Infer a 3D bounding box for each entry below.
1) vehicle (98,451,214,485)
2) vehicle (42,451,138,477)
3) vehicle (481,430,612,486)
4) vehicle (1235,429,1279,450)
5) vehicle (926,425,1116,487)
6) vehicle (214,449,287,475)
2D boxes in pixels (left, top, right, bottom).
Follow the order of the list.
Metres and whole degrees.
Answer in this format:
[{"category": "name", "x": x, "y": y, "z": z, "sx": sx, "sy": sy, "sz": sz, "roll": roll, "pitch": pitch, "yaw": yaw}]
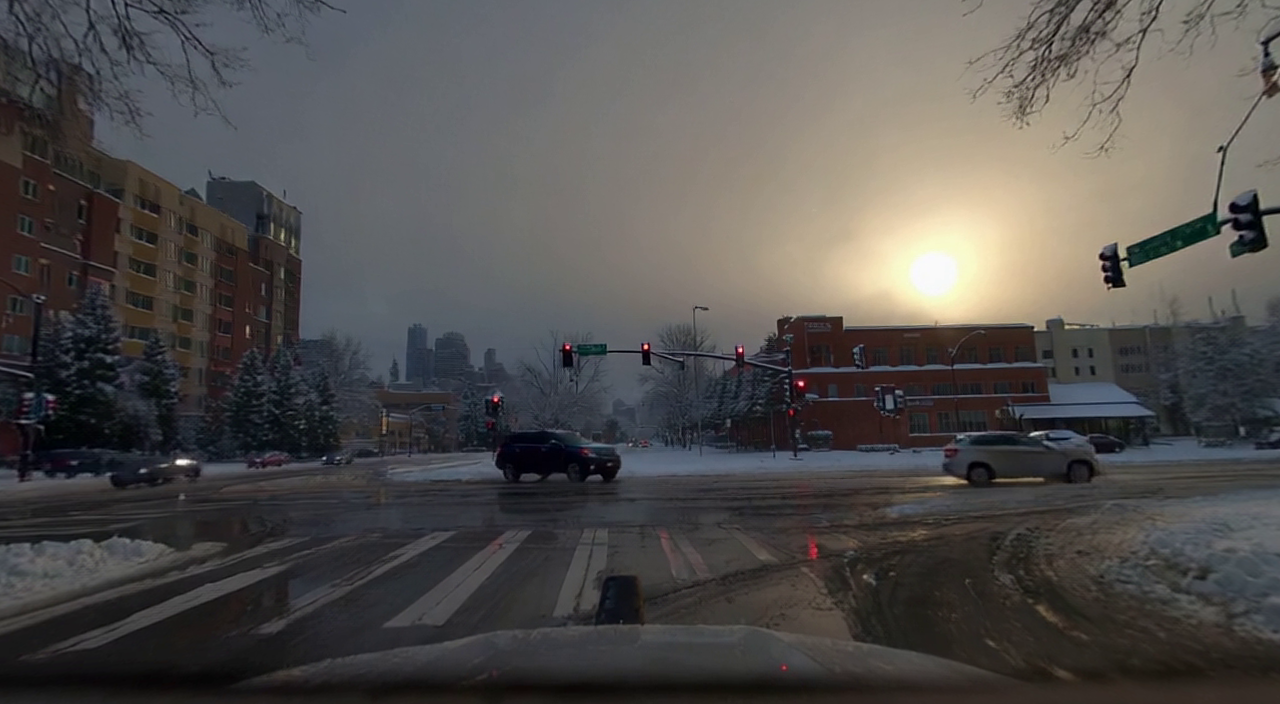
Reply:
[{"category": "vehicle", "x": -23.142, "y": 5.528, "z": 30.461, "sx": 1.909, "sy": 1.473, "sz": 4.571, "roll": 0, "pitch": -8, "yaw": 1}, {"category": "vehicle", "x": -41.414, "y": 8.434, "z": 47.622, "sx": 2.901, "sy": 1.827, "sz": 5.034, "roll": -9, "pitch": -13, "yaw": 44}, {"category": "vehicle", "x": -3.803, "y": 4.147, "z": 25.071, "sx": 5.310, "sy": 1.972, "sz": 2.223, "roll": -8, "pitch": -11, "yaw": 41}, {"category": "vehicle", "x": 45.669, "y": 6.272, "z": 45.267, "sx": 1.786, "sy": 1.412, "sz": 4.330, "roll": 0, "pitch": -8, "yaw": 0}, {"category": "vehicle", "x": 10.918, "y": 3.017, "z": 18.412, "sx": 4.180, "sy": 1.678, "sz": 1.982, "roll": -1, "pitch": -9, "yaw": 6}, {"category": "vehicle", "x": -26.500, "y": 7.484, "z": 43.201, "sx": 2.135, "sy": 1.637, "sz": 4.582, "roll": 0, "pitch": -9, "yaw": -1}]
